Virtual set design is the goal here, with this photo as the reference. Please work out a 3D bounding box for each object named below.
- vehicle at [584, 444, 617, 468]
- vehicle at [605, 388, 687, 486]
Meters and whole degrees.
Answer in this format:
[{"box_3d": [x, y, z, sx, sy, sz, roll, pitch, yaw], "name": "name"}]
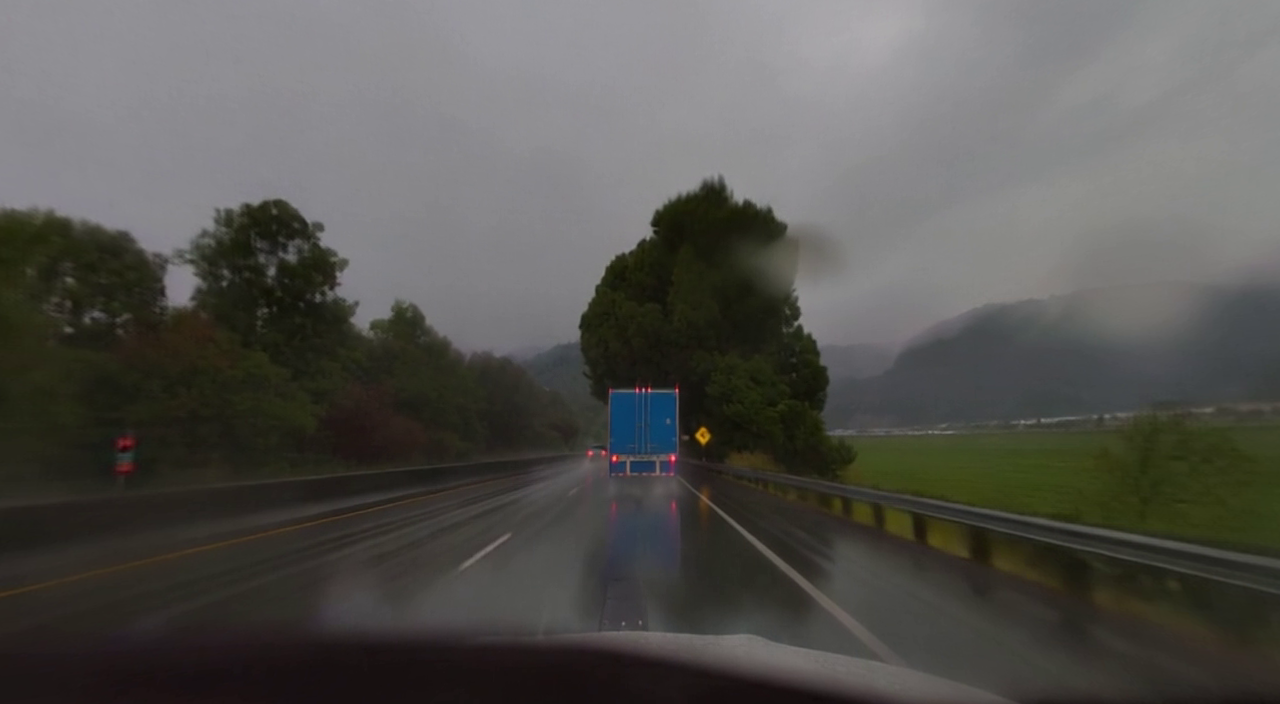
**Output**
[{"box_3d": [-2.917, 7.827, 47.513, 2.160, 1.661, 4.388, 0, -9, 1], "name": "vehicle"}, {"box_3d": [0.093, 3.722, 27.141, 2.913, 3.530, 8.648, 0, -9, -2], "name": "vehicle"}]
